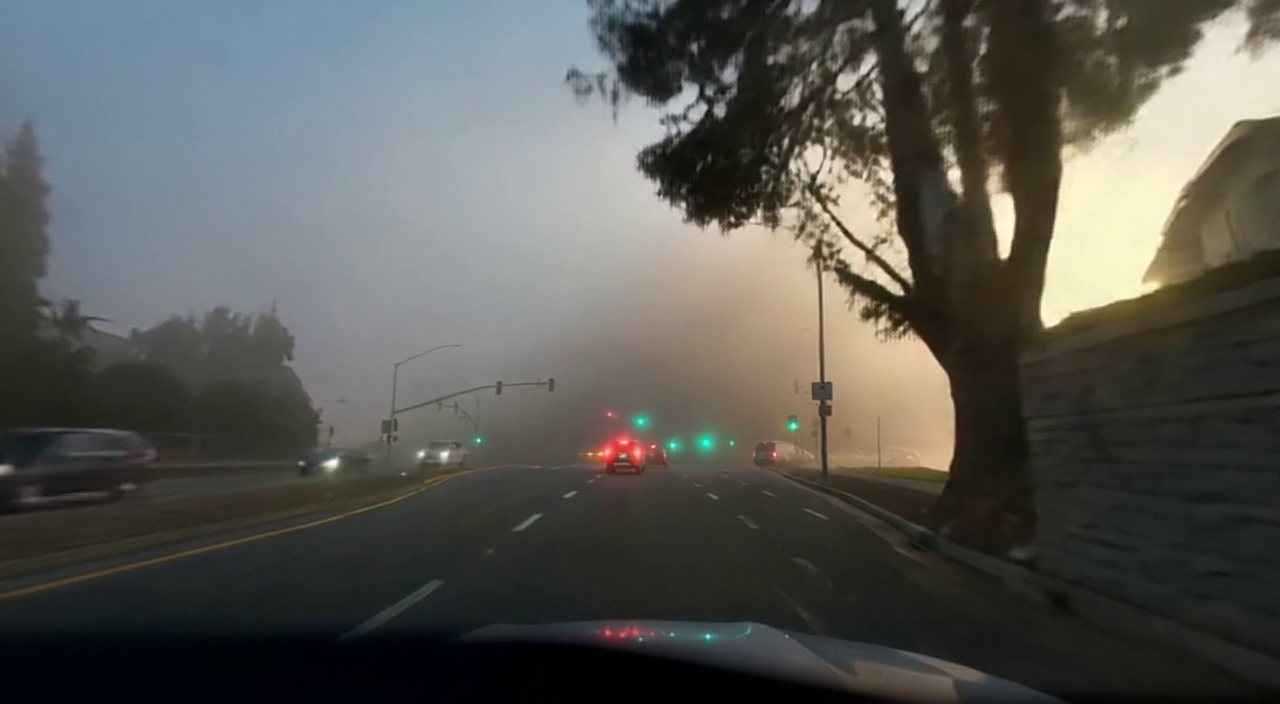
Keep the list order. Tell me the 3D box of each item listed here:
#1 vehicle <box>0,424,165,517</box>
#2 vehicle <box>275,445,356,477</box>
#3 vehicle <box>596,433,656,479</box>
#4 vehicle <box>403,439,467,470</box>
[{"bbox_3d":[-13.300,2.521,13.717,2.111,1.751,4.757,0,-9,0],"label":"vehicle"},{"bbox_3d":[-17.609,5.925,34.374,1.924,1.598,4.652,0,-9,0],"label":"vehicle"},{"bbox_3d":[-0.521,4.518,27.539,2.152,1.822,4.391,-1,-9,5],"label":"vehicle"},{"bbox_3d":[-12.795,6.437,39.594,2.086,1.797,4.749,-1,-9,5],"label":"vehicle"}]
